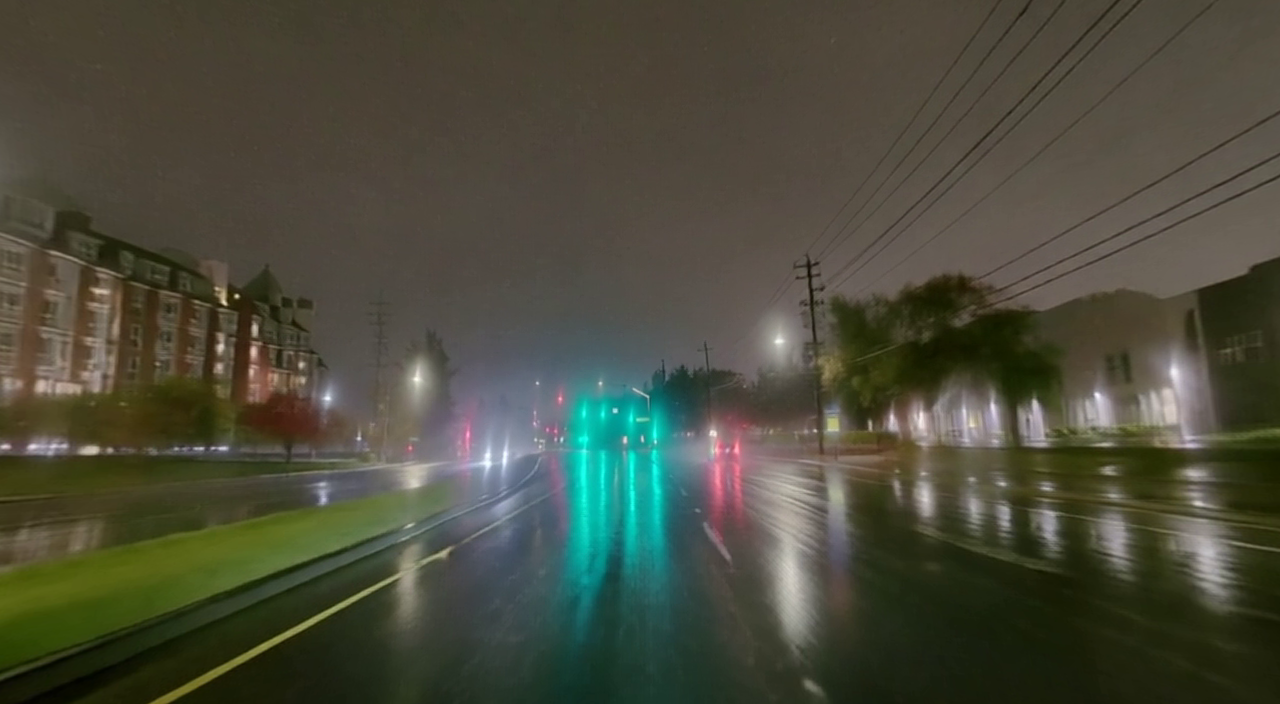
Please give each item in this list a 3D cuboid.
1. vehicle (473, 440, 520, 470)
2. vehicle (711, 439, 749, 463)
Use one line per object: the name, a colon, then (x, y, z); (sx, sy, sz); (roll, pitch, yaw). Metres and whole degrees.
vehicle: (-9.575, 6.912, 42.471); (2.041, 1.829, 4.797); (0, -8, 0)
vehicle: (5.810, 6.426, 41.071); (1.908, 1.476, 3.880); (0, -8, 0)
